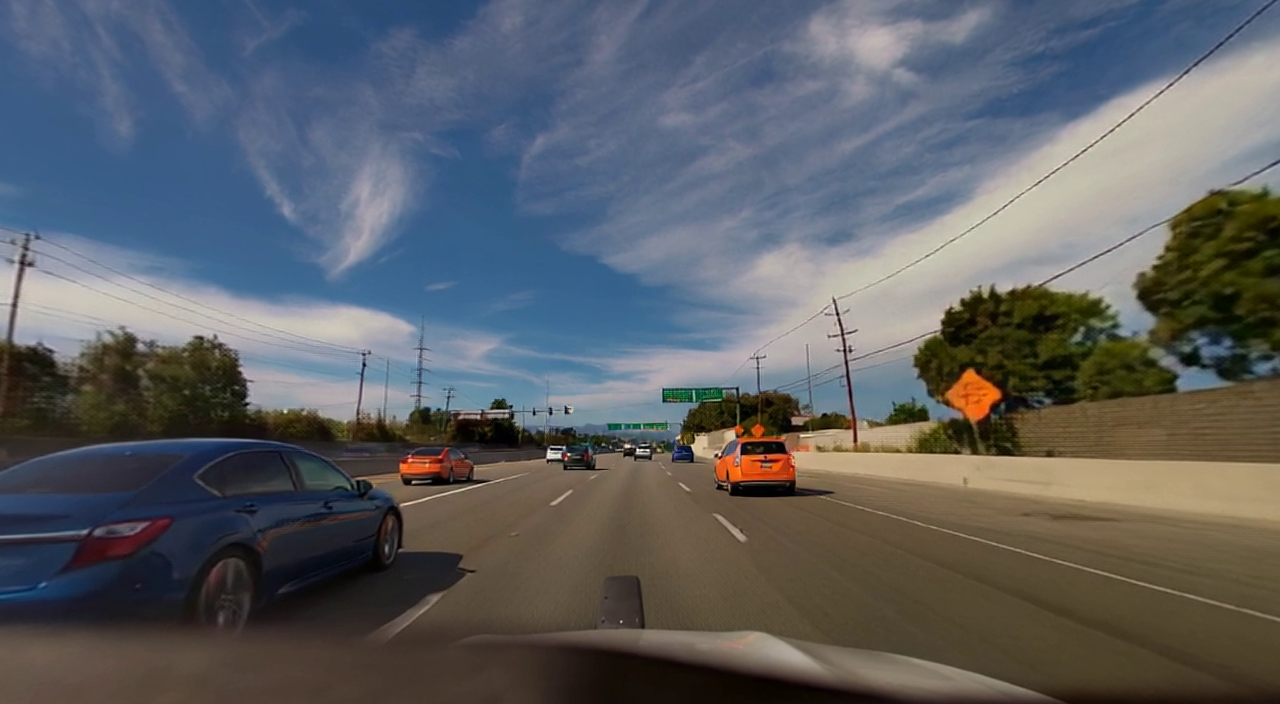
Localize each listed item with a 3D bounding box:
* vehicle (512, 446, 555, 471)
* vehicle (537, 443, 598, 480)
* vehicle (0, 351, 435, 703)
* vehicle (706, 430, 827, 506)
[{"bbox_3d":[-6.590,6.665,39.631,1.877,1.474,4.475,0,-9,0],"label":"vehicle"},{"bbox_3d":[-3.114,4.808,28.009,2.066,1.488,4.377,-1,-9,2],"label":"vehicle"},{"bbox_3d":[-3.248,1.175,4.520,2.104,1.707,4.338,0,-9,0],"label":"vehicle"},{"bbox_3d":[3.027,2.901,16.179,2.100,1.659,4.387,0,-9,-1],"label":"vehicle"}]
